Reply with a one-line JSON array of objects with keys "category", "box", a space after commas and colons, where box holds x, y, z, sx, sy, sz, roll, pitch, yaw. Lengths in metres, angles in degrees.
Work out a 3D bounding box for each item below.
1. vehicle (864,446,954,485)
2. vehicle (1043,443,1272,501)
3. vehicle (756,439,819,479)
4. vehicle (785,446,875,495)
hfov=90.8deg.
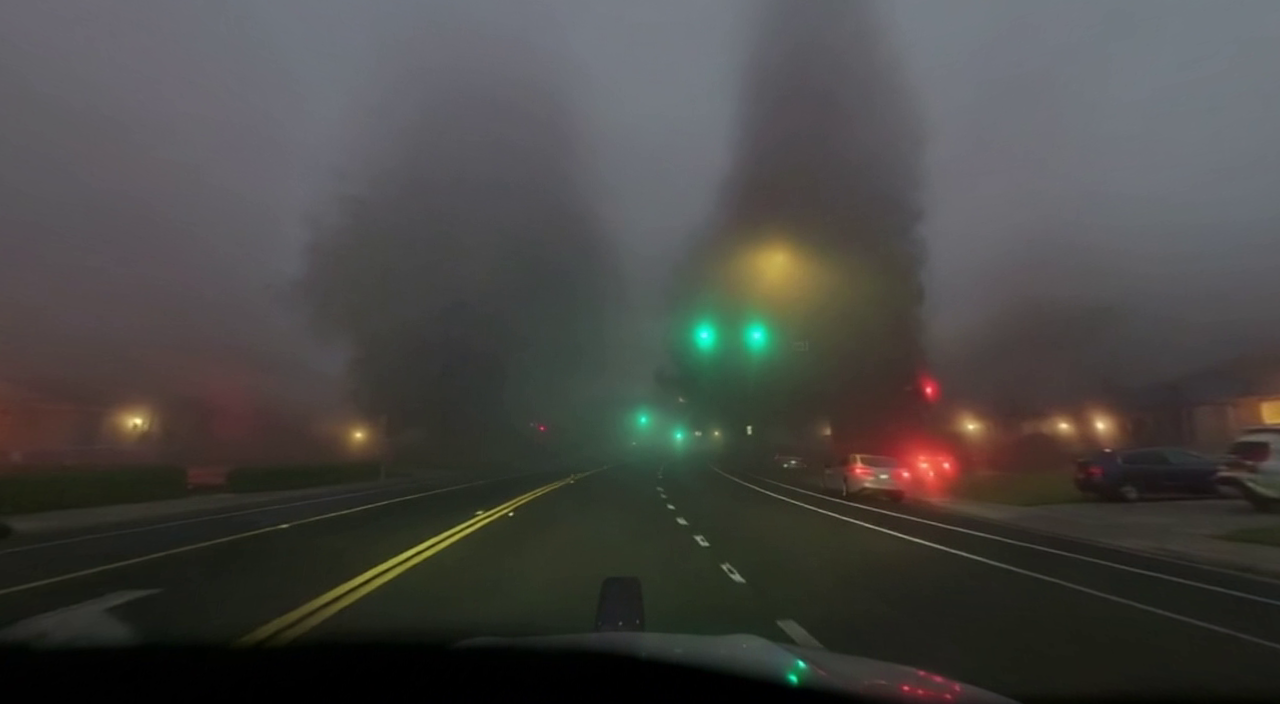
[{"category": "vehicle", "box": [11.079, 4.684, 26.379, 1.925, 1.490, 4.475, -1, -9, 2]}, {"category": "vehicle", "box": [13.736, 3.186, 17.022, 4.366, 1.457, 1.910, 0, -9, 3]}, {"category": "vehicle", "box": [7.717, 5.634, 33.595, 2.196, 1.889, 5.679, 0, -9, 2]}, {"category": "vehicle", "box": [7.168, 4.494, 24.408, 2.064, 1.498, 4.877, 5, -8, 2]}]
